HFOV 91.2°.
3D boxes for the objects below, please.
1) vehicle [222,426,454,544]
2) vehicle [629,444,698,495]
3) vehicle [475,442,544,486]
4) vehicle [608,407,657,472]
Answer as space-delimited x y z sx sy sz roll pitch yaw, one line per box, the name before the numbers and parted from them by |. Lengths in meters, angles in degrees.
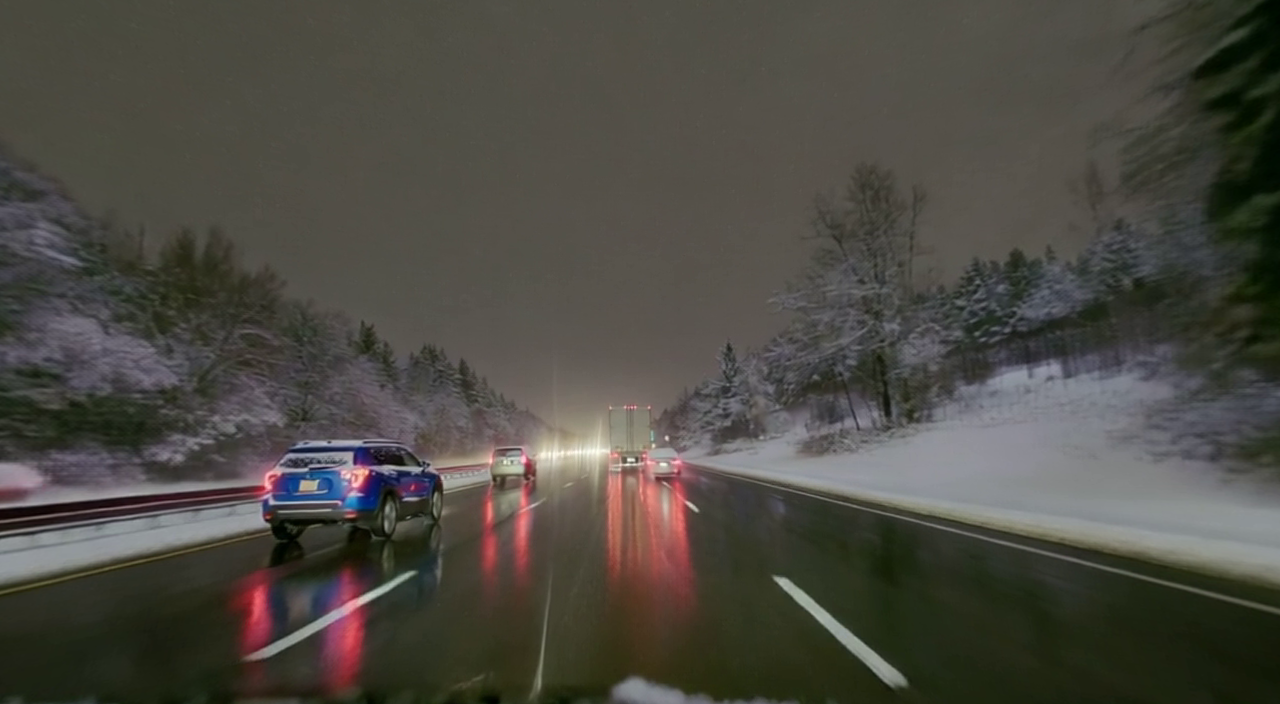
vehicle | -4.968 2.241 11.154 2.100 1.671 4.105 0 -9 -1
vehicle | 0.674 3.862 20.974 2.026 1.489 4.045 0 -9 -2
vehicle | -5.272 4.583 25.930 2.035 1.664 4.064 0 -9 -1
vehicle | -0.745 6.367 45.109 3.113 4.066 10.786 0 -9 -3
